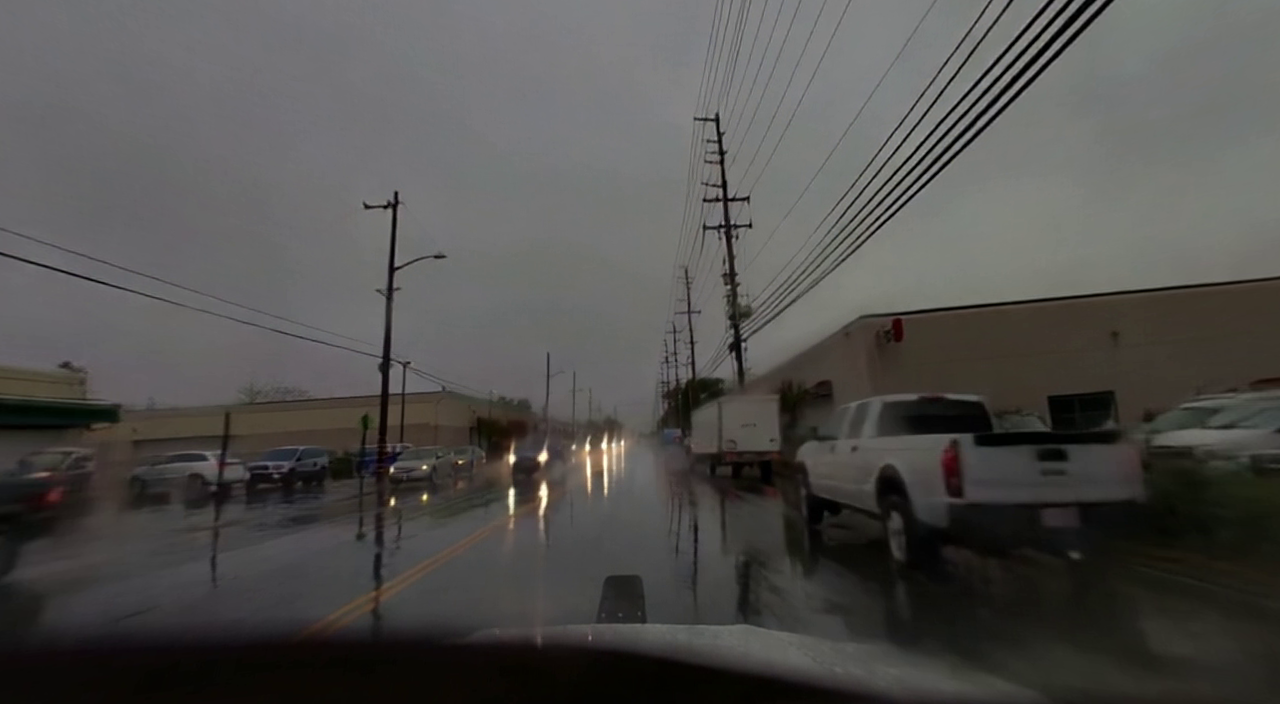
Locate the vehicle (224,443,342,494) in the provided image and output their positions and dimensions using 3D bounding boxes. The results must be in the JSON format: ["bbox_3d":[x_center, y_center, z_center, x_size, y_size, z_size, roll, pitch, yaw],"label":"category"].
[{"bbox_3d":[-14.306,4.651,25.725,2.001,1.838,4.855,0,-8,0],"label":"vehicle"}]

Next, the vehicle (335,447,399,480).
[{"bbox_3d":[-16.317,6.640,38.019,2.101,1.720,4.554,-3,-8,-5],"label":"vehicle"}]

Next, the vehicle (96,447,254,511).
[{"bbox_3d":[-14.498,3.930,20.052,1.869,1.633,4.092,-5,-9,1],"label":"vehicle"}]

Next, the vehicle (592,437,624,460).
[{"bbox_3d":[-2.378,7.356,48.180,2.061,1.679,4.042,-1,-8,2],"label":"vehicle"}]

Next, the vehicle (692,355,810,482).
[{"bbox_3d":[3.651,2.597,23.225,2.874,3.757,8.612,1,-8,1],"label":"vehicle"}]

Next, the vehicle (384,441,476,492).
[{"bbox_3d":[-8.133,4.413,24.948,1.954,1.622,4.761,-5,-8,0],"label":"vehicle"}]

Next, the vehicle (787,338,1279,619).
[{"bbox_3d":[3.607,1.360,7.733,2.249,2.026,6.211,-1,-8,1],"label":"vehicle"}]

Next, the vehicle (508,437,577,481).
[{"bbox_3d":[-3.884,4.332,25.910,2.020,1.528,4.258,-3,-9,1],"label":"vehicle"}]
